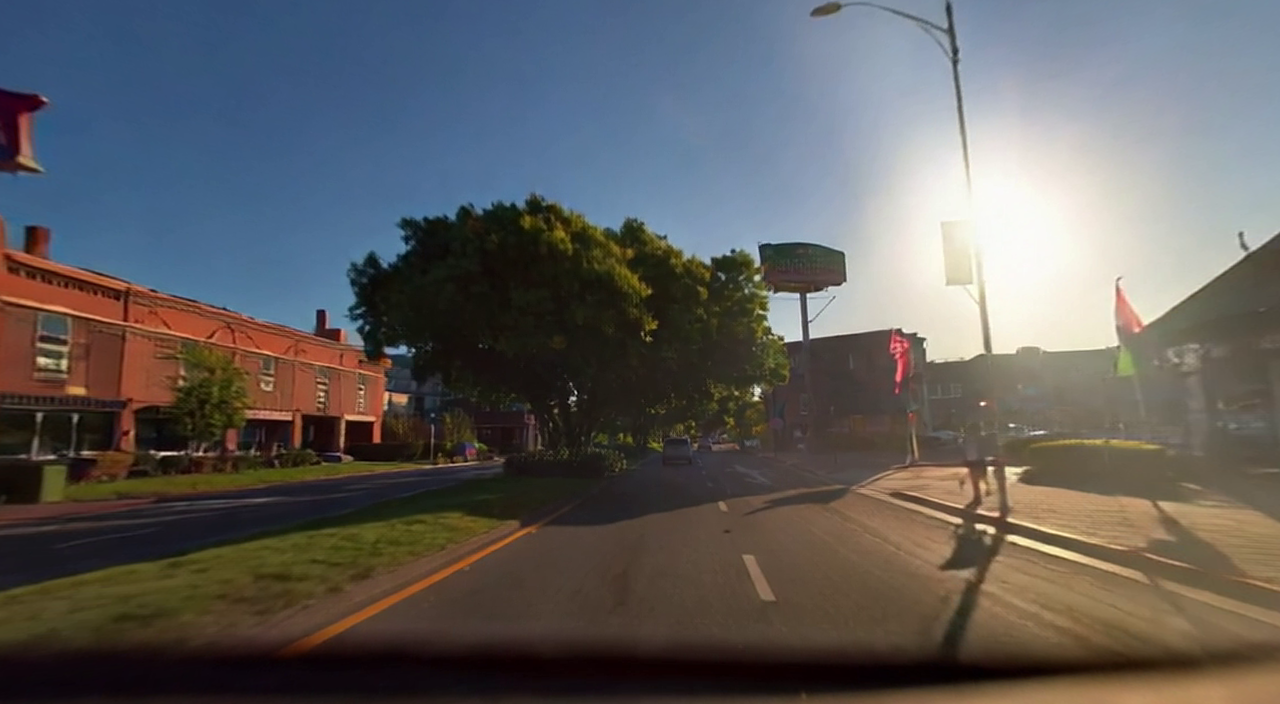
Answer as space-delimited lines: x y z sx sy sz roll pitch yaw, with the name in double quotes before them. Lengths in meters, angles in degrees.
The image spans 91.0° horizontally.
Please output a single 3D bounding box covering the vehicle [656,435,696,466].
"vehicle" 2.272 6.061 38.827 2.235 1.719 4.292 1 -8 6
